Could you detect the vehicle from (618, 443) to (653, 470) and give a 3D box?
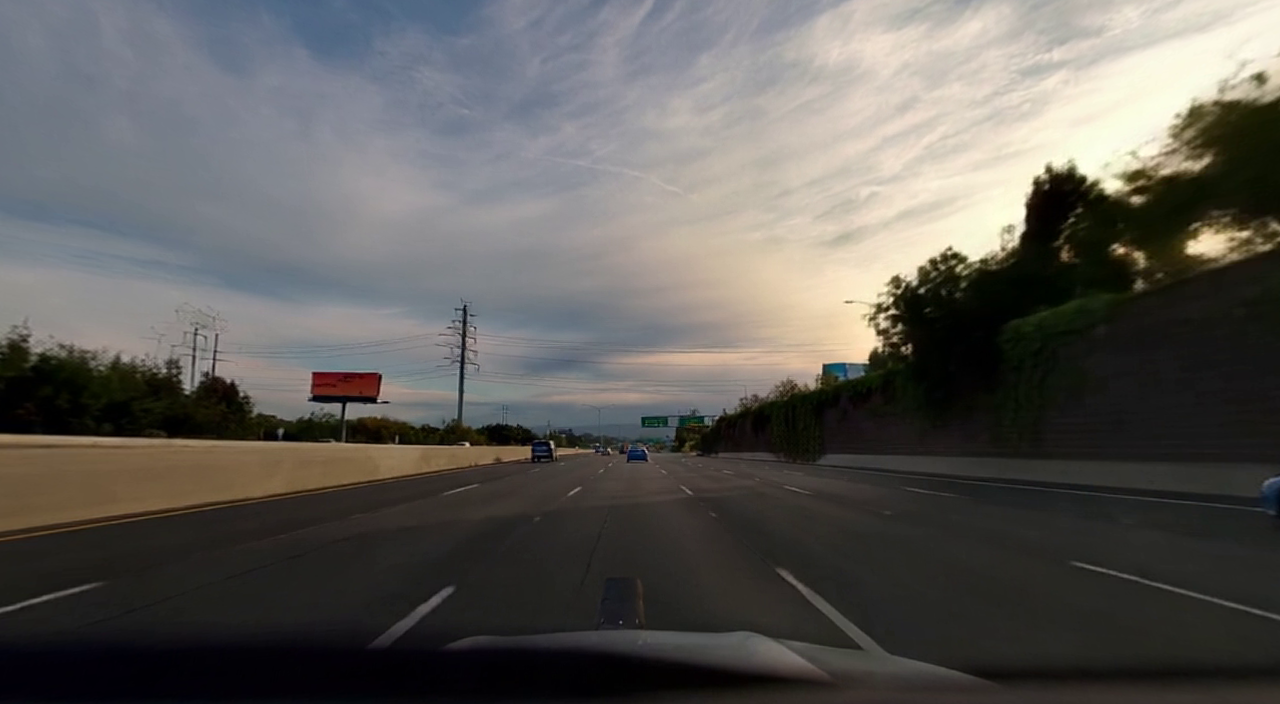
[{"bbox_3d":[-0.289,6.474,39.227,2.074,1.574,3.971,0,-8,-1],"label":"vehicle"}]

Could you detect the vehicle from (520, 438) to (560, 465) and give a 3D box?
[{"bbox_3d":[-7.445,7.465,47.431,2.177,1.929,4.706,0,-8,1],"label":"vehicle"}]
